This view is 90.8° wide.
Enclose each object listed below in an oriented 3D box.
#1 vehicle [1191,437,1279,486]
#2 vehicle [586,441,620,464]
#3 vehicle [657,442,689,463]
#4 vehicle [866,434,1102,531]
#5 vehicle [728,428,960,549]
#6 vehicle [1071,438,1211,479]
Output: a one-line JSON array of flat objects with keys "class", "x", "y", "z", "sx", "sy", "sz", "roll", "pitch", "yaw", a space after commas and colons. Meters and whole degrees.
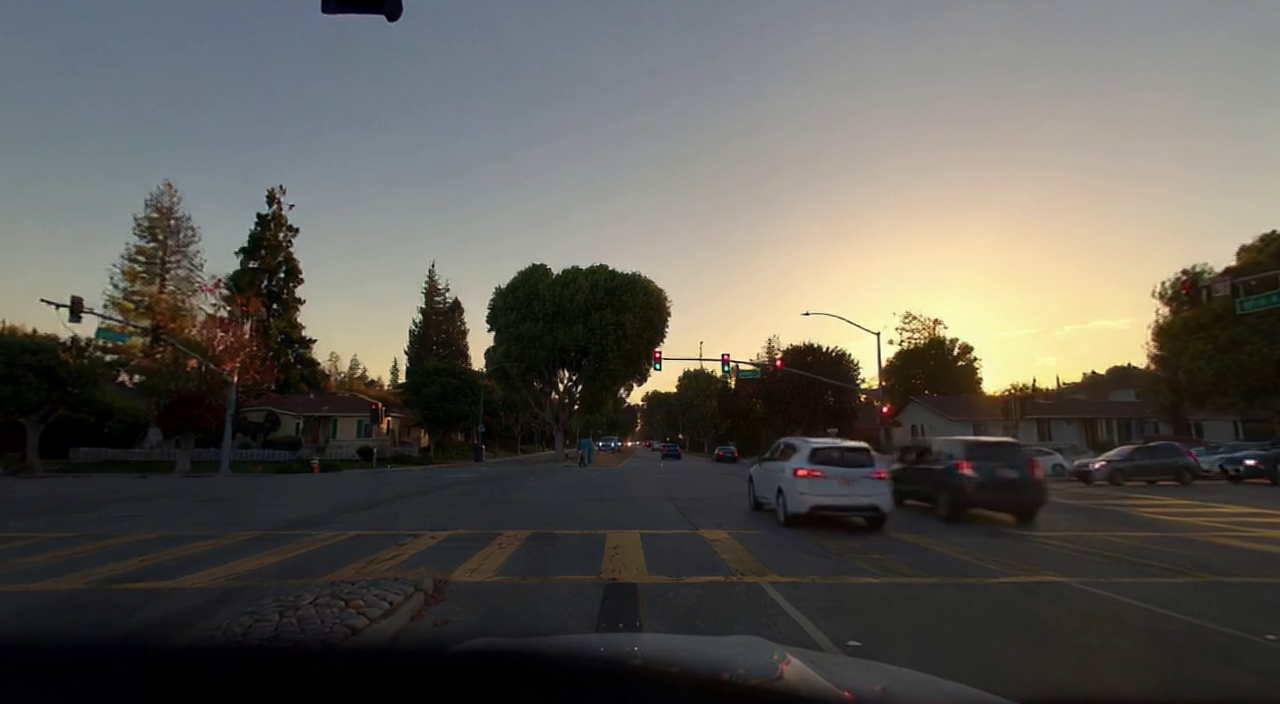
[{"class": "vehicle", "x": 23.618, "y": 4.040, "z": 23.475, "sx": 4.417, "sy": 1.725, "sz": 1.969, "roll": 0, "pitch": -9, "yaw": -1}, {"class": "vehicle", "x": -2.412, "y": 6.709, "z": 42.283, "sx": 2.045, "sy": 1.484, "sz": 3.991, "roll": 0, "pitch": -9, "yaw": 0}, {"class": "vehicle", "x": 2.447, "y": 7.531, "z": 47.532, "sx": 2.079, "sy": 1.473, "sz": 4.748, "roll": 0, "pitch": -9, "yaw": -1}, {"class": "vehicle", "x": 6.334, "y": 2.439, "z": 12.448, "sx": 2.074, "sy": 1.530, "sz": 4.565, "roll": 0, "pitch": -9, "yaw": 0}, {"class": "vehicle", "x": 2.945, "y": 2.108, "z": 10.552, "sx": 2.142, "sy": 1.506, "sz": 4.948, "roll": 0, "pitch": -9, "yaw": -1}, {"class": "vehicle", "x": 23.485, "y": 4.988, "z": 29.754, "sx": 4.807, "sy": 1.835, "sz": 2.033, "roll": 0, "pitch": -9, "yaw": -1}]
